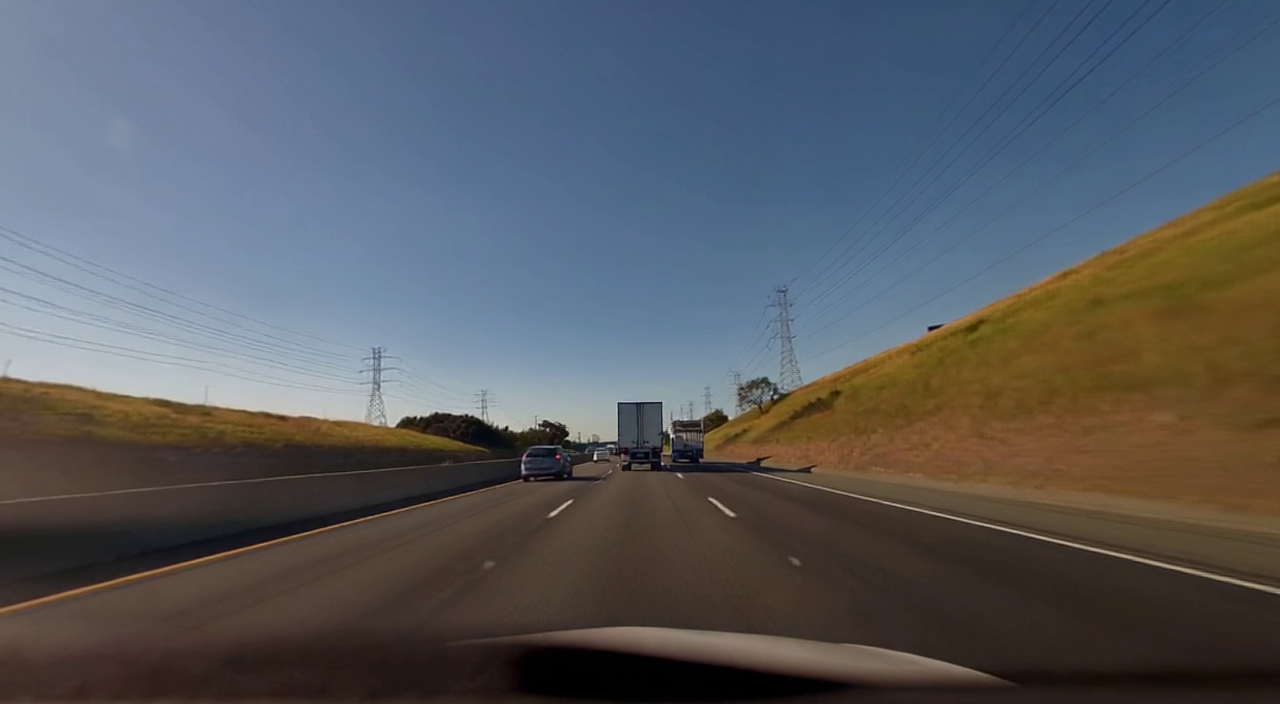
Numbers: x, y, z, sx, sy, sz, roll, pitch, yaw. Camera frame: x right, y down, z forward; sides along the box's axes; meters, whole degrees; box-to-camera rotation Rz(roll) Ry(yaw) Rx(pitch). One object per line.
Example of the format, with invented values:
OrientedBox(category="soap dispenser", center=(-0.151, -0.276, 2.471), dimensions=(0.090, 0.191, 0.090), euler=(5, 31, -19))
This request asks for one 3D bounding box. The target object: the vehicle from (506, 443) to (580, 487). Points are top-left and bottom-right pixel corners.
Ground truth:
OrientedBox(category="vehicle", center=(-3.695, 4.383, 24.886), dimensions=(2.128, 1.533, 4.694), euler=(0, -9, 1))

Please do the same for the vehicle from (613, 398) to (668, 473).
OrientedBox(category="vehicle", center=(0.081, 5.355, 39.712), dimensions=(2.985, 4.025, 10.982), euler=(0, -9, 1))
